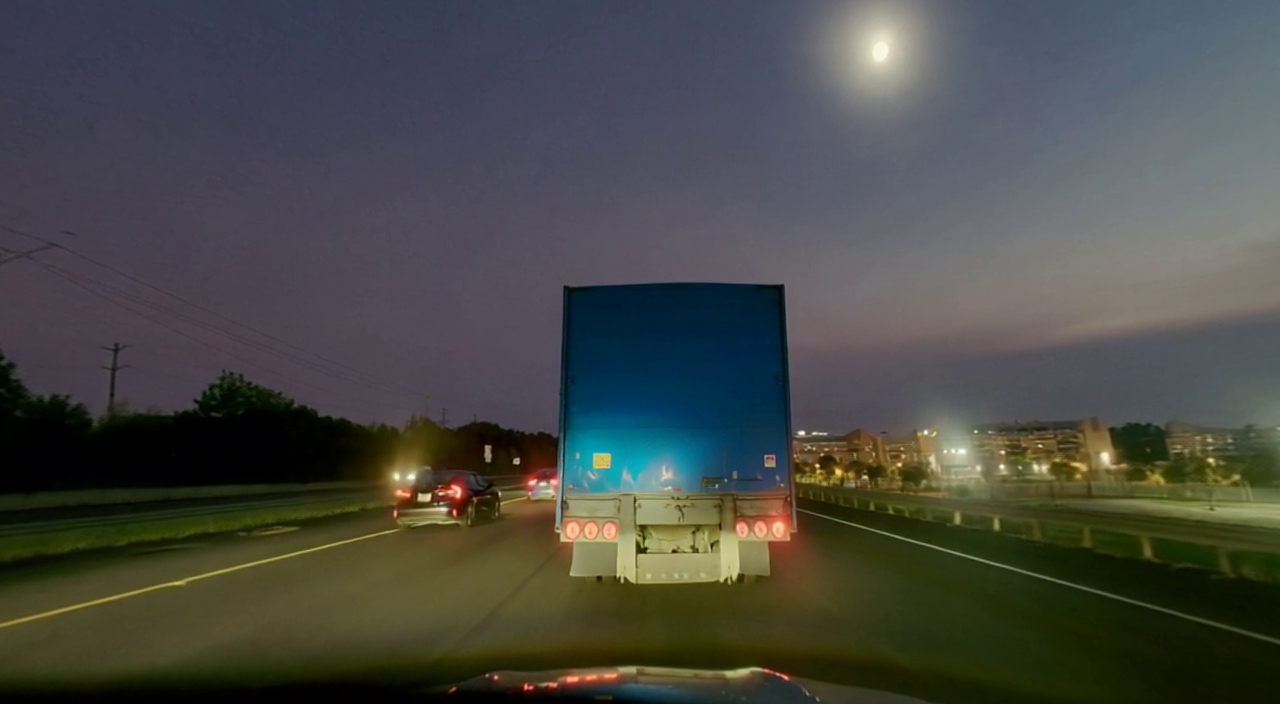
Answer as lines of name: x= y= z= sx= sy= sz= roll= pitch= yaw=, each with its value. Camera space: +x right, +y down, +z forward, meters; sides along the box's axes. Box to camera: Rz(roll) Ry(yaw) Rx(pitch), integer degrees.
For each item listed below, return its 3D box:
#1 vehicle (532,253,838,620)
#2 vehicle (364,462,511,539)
vehicle: x=0.607 y=1.525 z=10.430 sx=2.831 sy=3.529 sz=8.689 roll=0 pitch=-11 yaw=3
vehicle: x=-4.444 y=3.342 z=14.644 sx=1.891 sy=1.469 sz=4.431 roll=1 pitch=-11 yaw=0
